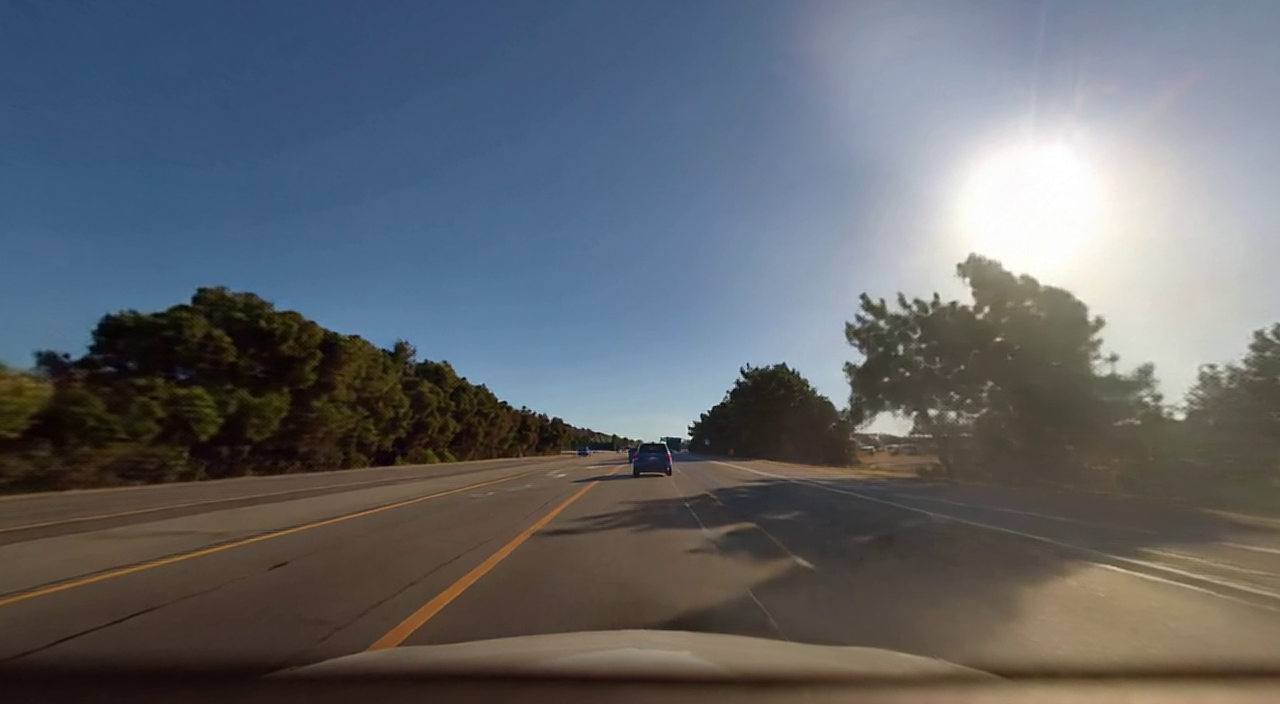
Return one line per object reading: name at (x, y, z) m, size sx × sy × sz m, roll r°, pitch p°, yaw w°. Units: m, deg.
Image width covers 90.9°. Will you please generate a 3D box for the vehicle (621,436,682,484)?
vehicle at (0.413, 4.182, 24.610) m, size 2.190 × 1.706 × 4.062 m, roll 0°, pitch -9°, yaw 0°
